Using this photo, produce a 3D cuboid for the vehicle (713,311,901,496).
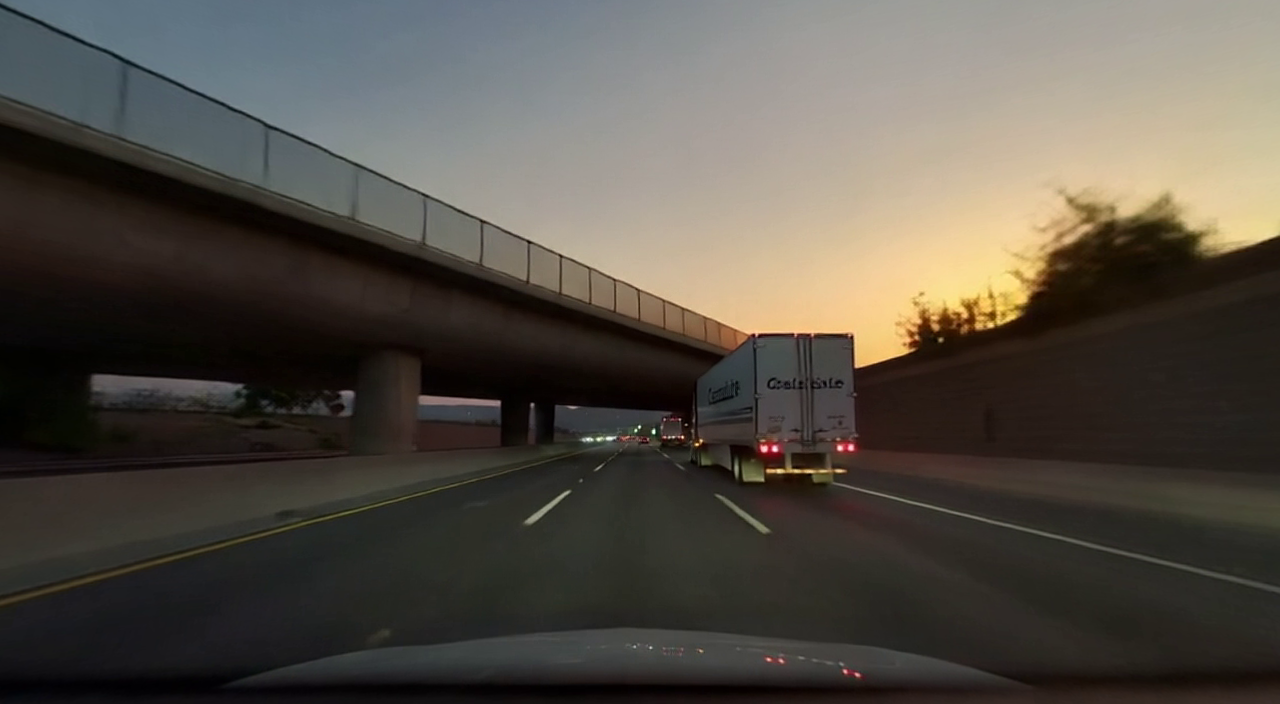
[{"bbox_3d":[4.070,1.689,17.914,2.840,3.947,8.920,0,-8,0],"label":"vehicle"}]
